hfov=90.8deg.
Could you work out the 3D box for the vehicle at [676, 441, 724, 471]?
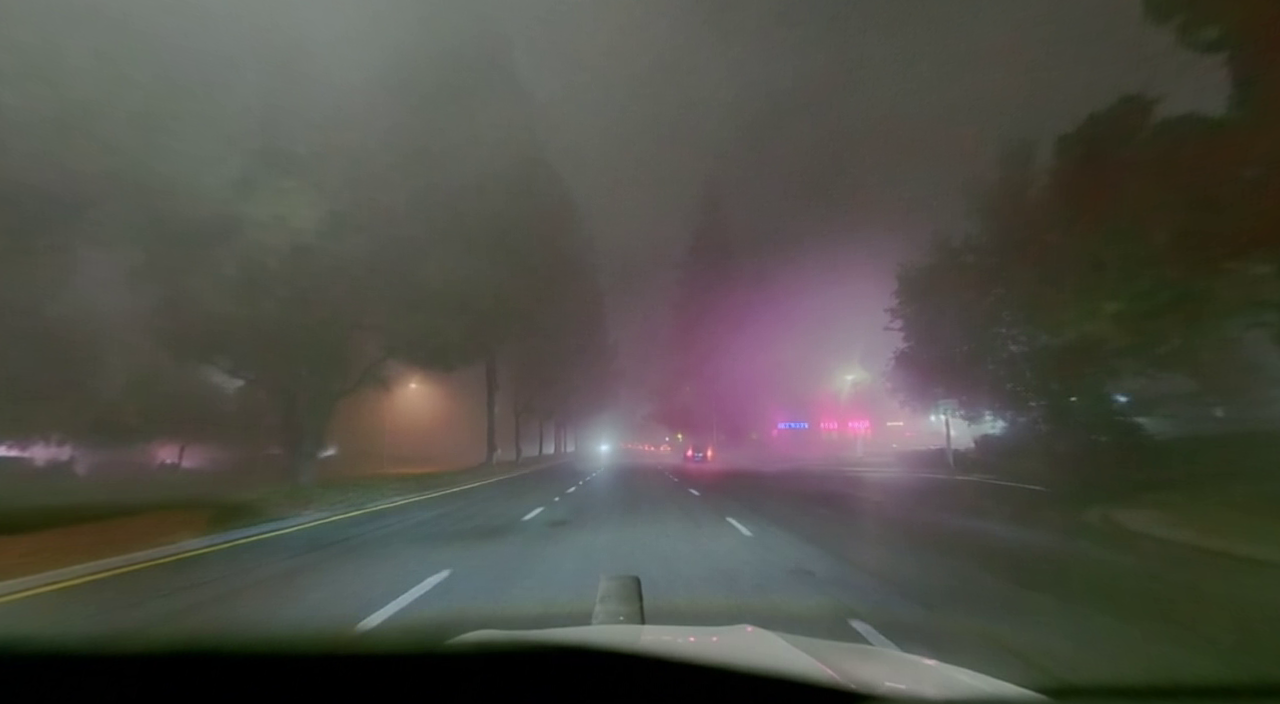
[{"bbox_3d":[3.195,5.670,34.693,2.033,1.482,4.571,0,-8,-2],"label":"vehicle"}]
